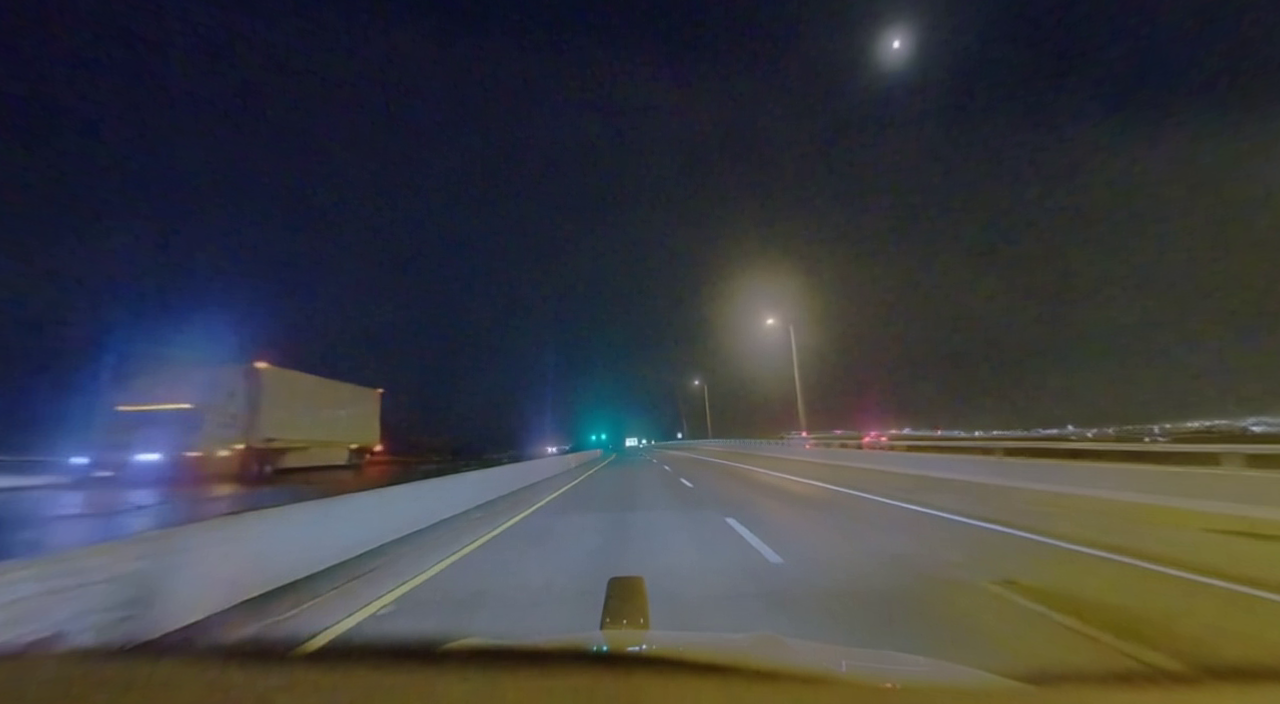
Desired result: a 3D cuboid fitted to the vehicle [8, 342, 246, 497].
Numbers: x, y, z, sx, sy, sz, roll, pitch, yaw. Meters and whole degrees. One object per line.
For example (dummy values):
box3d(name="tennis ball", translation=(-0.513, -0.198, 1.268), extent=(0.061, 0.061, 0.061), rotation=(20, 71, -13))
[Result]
box3d(name="vehicle", translation=(-15.954, 2.202, 20.063), extent=(3.730, 4.427, 4.152), rotation=(0, -8, 0))
